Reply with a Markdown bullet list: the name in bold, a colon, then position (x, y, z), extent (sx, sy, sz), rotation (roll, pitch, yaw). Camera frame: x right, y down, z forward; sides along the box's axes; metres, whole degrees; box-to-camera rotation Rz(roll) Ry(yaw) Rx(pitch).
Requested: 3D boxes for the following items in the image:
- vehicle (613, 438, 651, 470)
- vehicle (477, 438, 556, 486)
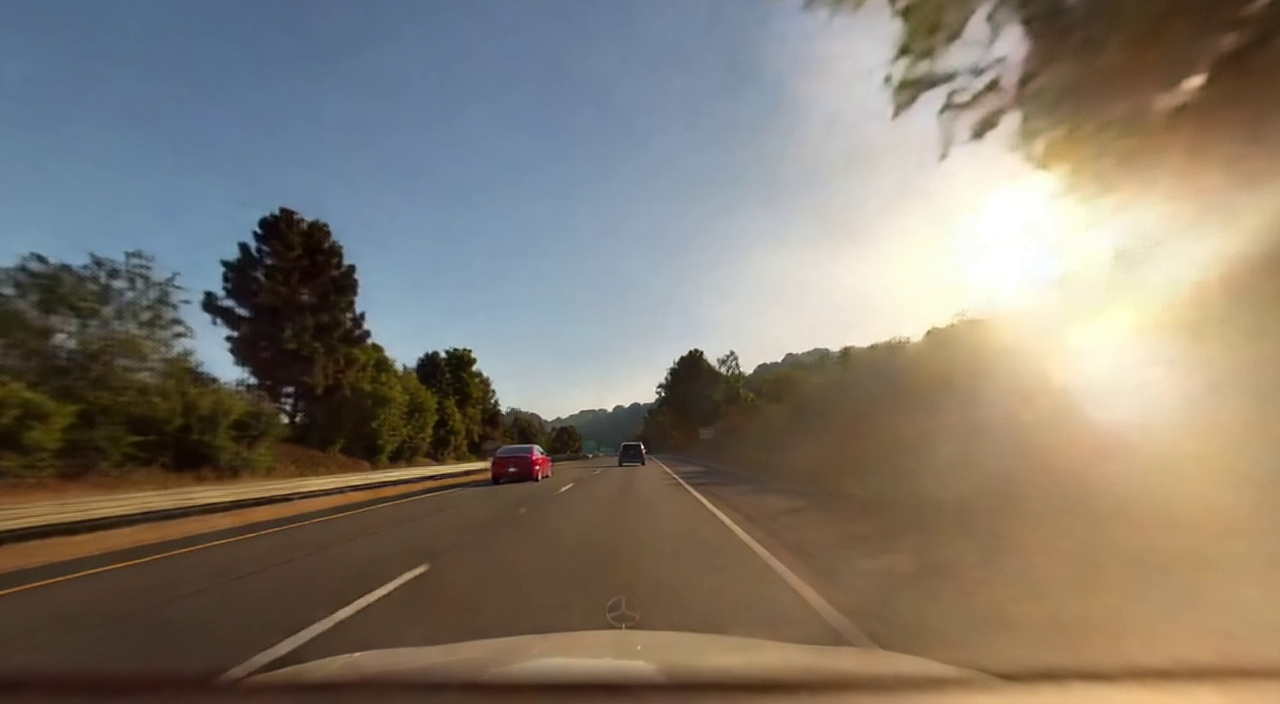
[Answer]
- **vehicle**: position (-0.453, 6.053, 37.561), extent (2.126, 1.786, 3.958), rotation (0, -9, -1)
- **vehicle**: position (-4.546, 4.118, 23.868), extent (2.113, 1.656, 4.215), rotation (0, -9, 1)
